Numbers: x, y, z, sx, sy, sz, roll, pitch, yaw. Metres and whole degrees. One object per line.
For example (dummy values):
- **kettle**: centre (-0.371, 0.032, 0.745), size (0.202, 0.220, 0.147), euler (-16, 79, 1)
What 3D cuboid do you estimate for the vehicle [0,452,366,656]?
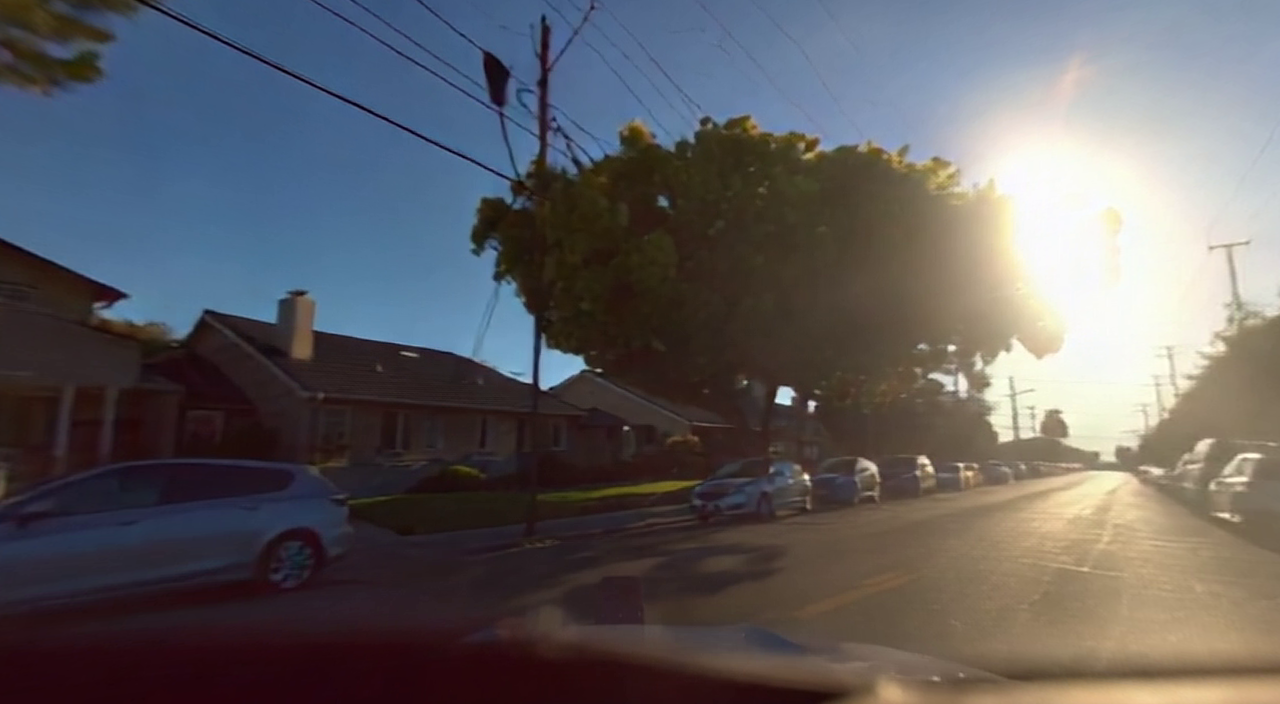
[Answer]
- **vehicle**: centre (-4.977, 1.597, 5.445), size (1.746, 1.391, 4.469), euler (-7, -10, 36)

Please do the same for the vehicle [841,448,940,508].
- **vehicle**: centre (9.427, 4.565, 23.527), size (2.034, 1.923, 4.713), euler (-7, -11, 38)

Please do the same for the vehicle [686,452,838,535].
- **vehicle**: centre (3.162, 3.369, 15.750), size (1.909, 1.675, 4.442), euler (-7, -10, 36)

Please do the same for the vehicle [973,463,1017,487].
- **vehicle**: centre (23.660, 8.135, 42.029), size (1.958, 1.359, 4.357), euler (-6, -10, 35)
